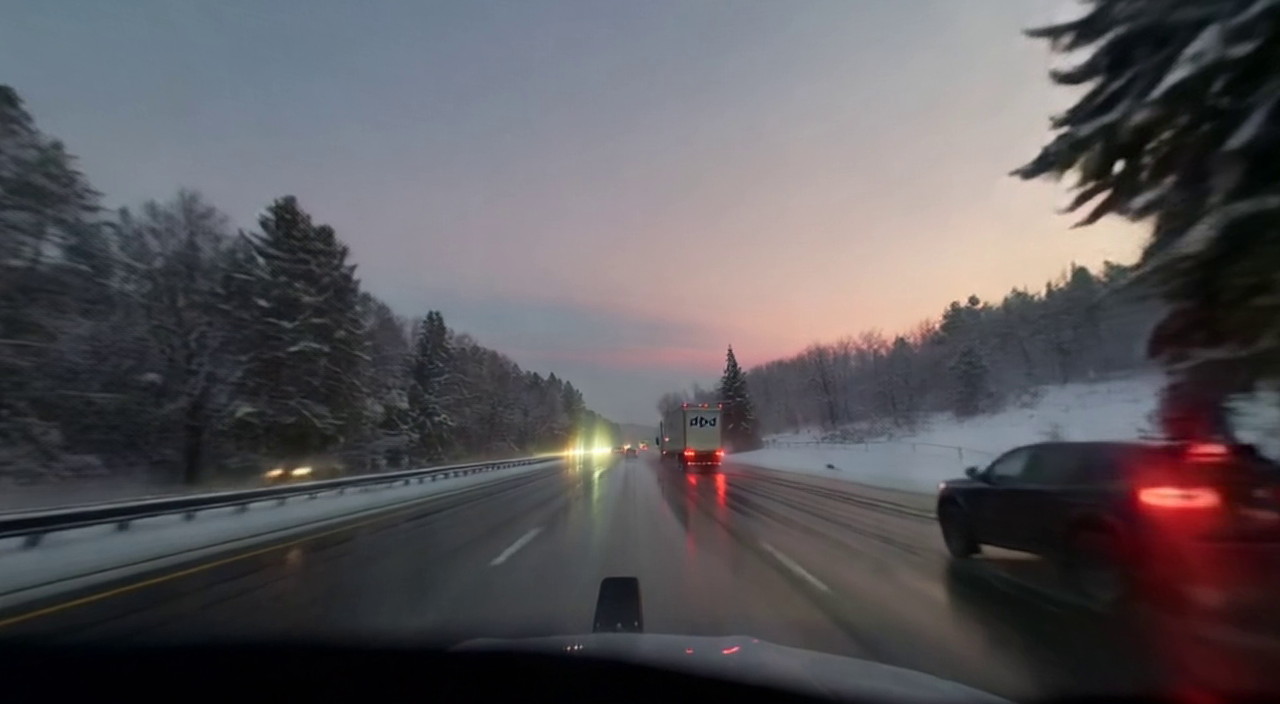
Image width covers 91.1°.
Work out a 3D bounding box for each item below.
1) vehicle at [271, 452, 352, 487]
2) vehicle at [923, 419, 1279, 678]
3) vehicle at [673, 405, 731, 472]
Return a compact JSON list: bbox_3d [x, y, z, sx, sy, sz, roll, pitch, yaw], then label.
[{"bbox_3d":[-16.472,5.852,31.744,1.879,1.607,4.218,0,-9,-2],"label":"vehicle"},{"bbox_3d":[4.396,1.430,5.594,1.910,1.474,3.776,0,-9,-1],"label":"vehicle"},{"bbox_3d":[3.890,5.758,41.497,2.856,3.933,8.334,0,-9,-1],"label":"vehicle"}]
